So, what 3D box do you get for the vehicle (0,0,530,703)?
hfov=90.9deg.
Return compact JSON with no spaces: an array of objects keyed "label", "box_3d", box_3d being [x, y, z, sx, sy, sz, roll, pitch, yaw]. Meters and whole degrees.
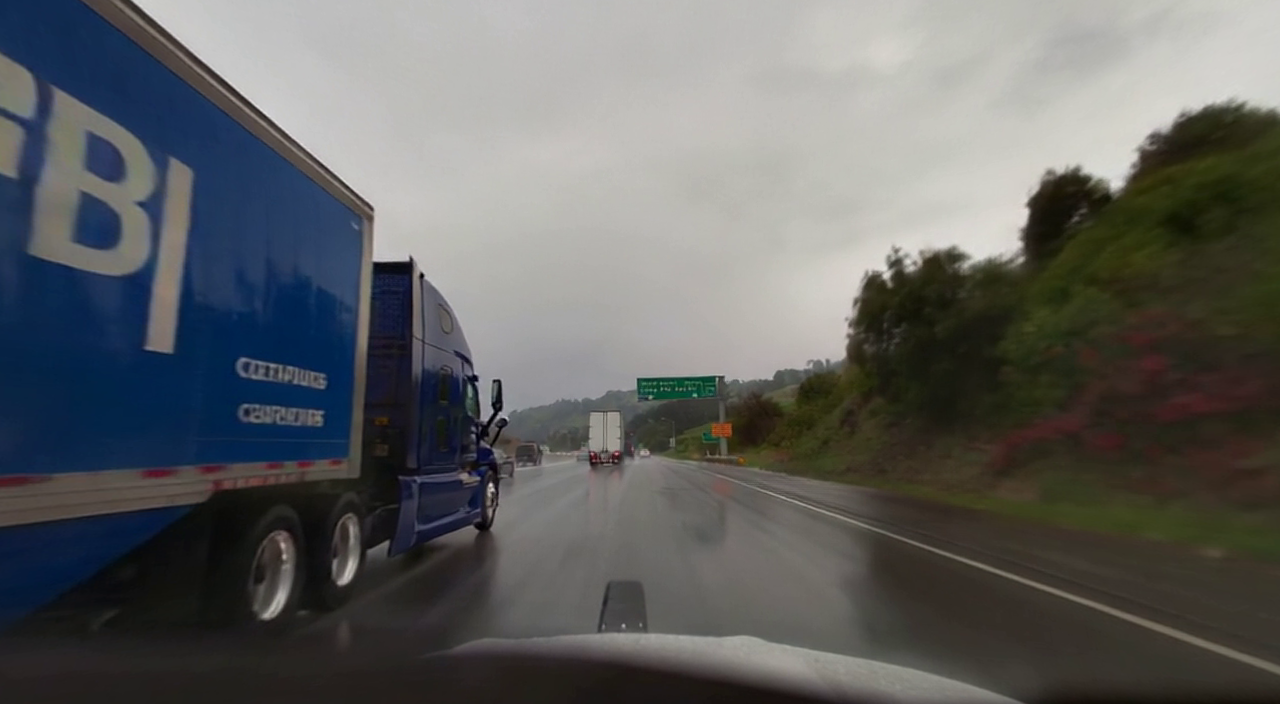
[{"label":"vehicle","box_3d":[-3.214,0.252,5.968,2.958,4.002,7.575,0,-8,0]}]
